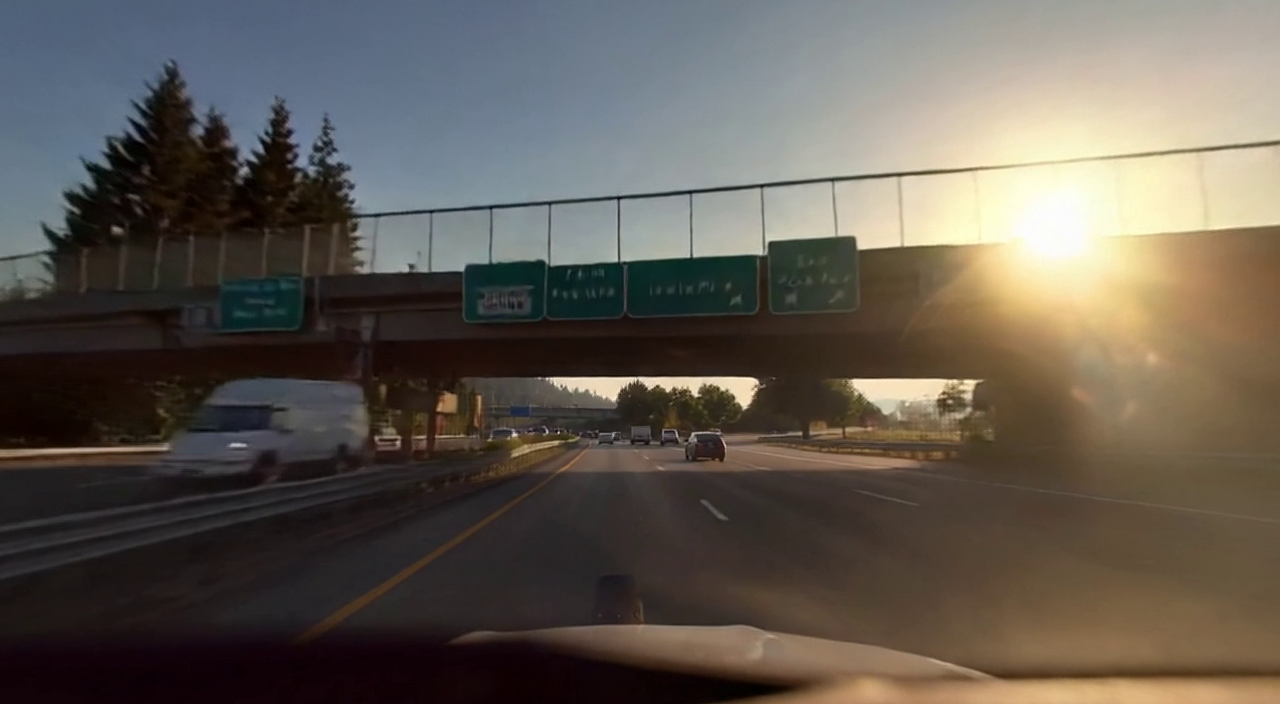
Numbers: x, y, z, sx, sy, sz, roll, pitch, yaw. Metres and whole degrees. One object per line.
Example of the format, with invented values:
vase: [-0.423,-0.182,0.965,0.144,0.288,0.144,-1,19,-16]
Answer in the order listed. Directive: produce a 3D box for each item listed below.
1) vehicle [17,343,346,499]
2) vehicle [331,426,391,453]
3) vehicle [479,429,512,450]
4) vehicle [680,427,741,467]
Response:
vehicle: [-9.365,1.611,14.204,2.262,2.615,7.071,0,-8,-2]
vehicle: [-18.020,5.665,40.974,2.132,1.676,4.466,0,-8,-4]
vehicle: [-10.819,6.563,47.324,1.729,1.450,3.703,0,-8,-3]
vehicle: [2.937,4.037,27.075,1.938,1.578,3.764,0,-8,-3]
